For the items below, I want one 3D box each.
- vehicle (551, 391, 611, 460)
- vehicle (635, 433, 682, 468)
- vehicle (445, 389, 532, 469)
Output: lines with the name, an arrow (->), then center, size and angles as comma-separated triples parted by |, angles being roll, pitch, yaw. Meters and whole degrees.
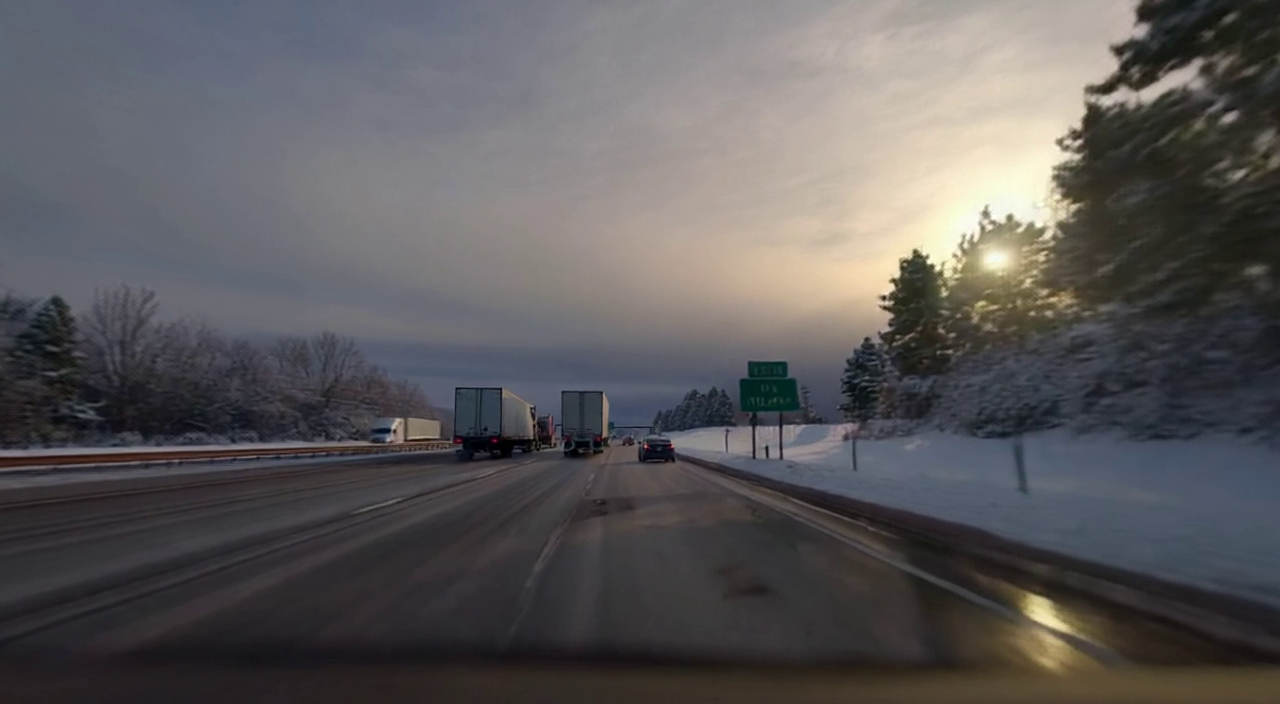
vehicle -> -3.884, 5.514, 45.725 | 3.475, 4.037, 17.454 | 0, -8, -3
vehicle -> 0.778, 4.544, 29.203 | 1.891, 1.477, 3.599 | 0, -8, -3
vehicle -> -7.120, 3.798, 30.646 | 2.728, 3.405, 7.096 | 0, -8, -2
